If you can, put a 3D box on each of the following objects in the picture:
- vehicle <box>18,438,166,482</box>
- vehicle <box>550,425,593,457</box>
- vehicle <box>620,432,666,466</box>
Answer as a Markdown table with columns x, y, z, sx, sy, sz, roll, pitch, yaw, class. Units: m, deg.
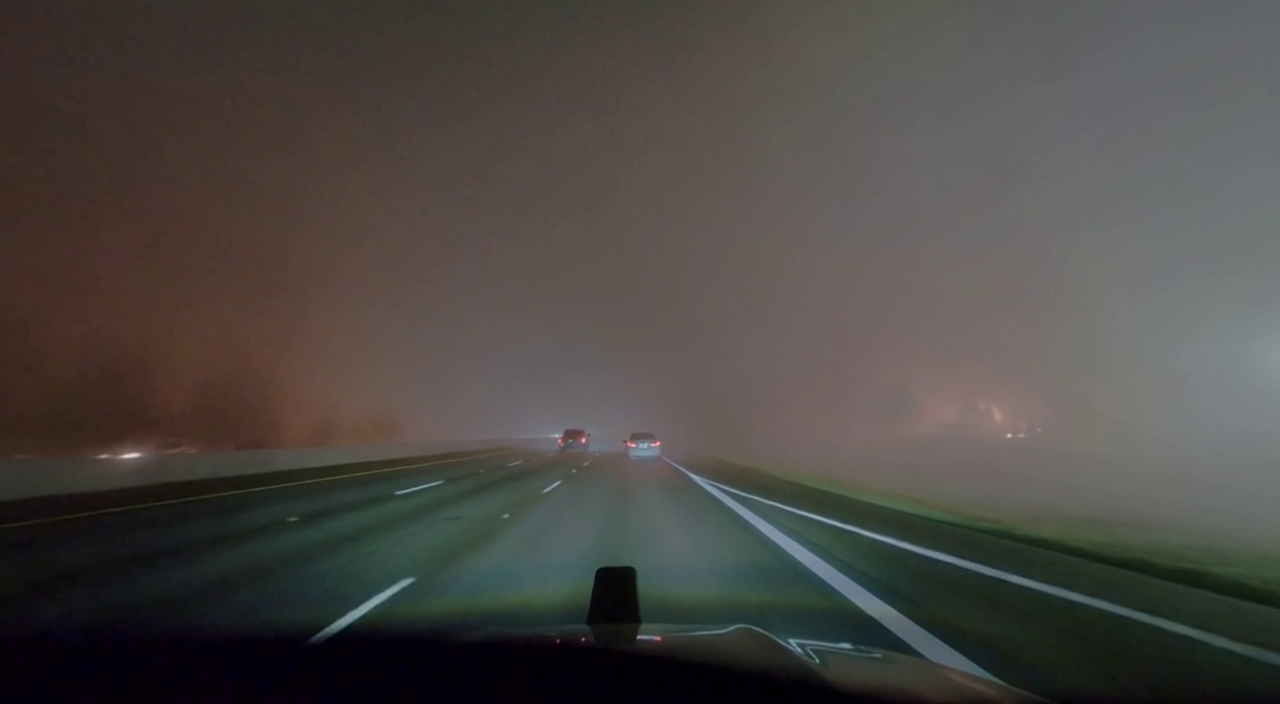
| x | y | z | sx | sy | sz | roll | pitch | yaw | class |
| --- | --- | --- | --- | --- | --- | --- | --- | --- | --- |
| -20.645 | 4.048 | 23.965 | 1.883 | 1.501 | 4.155 | 0 | -8 | -1 | vehicle |
| -4.380 | 5.801 | 41.081 | 2.251 | 1.938 | 4.708 | 0 | -8 | 0 | vehicle |
| 0.083 | 4.530 | 29.539 | 1.948 | 1.470 | 3.913 | 0 | -8 | -3 | vehicle |
